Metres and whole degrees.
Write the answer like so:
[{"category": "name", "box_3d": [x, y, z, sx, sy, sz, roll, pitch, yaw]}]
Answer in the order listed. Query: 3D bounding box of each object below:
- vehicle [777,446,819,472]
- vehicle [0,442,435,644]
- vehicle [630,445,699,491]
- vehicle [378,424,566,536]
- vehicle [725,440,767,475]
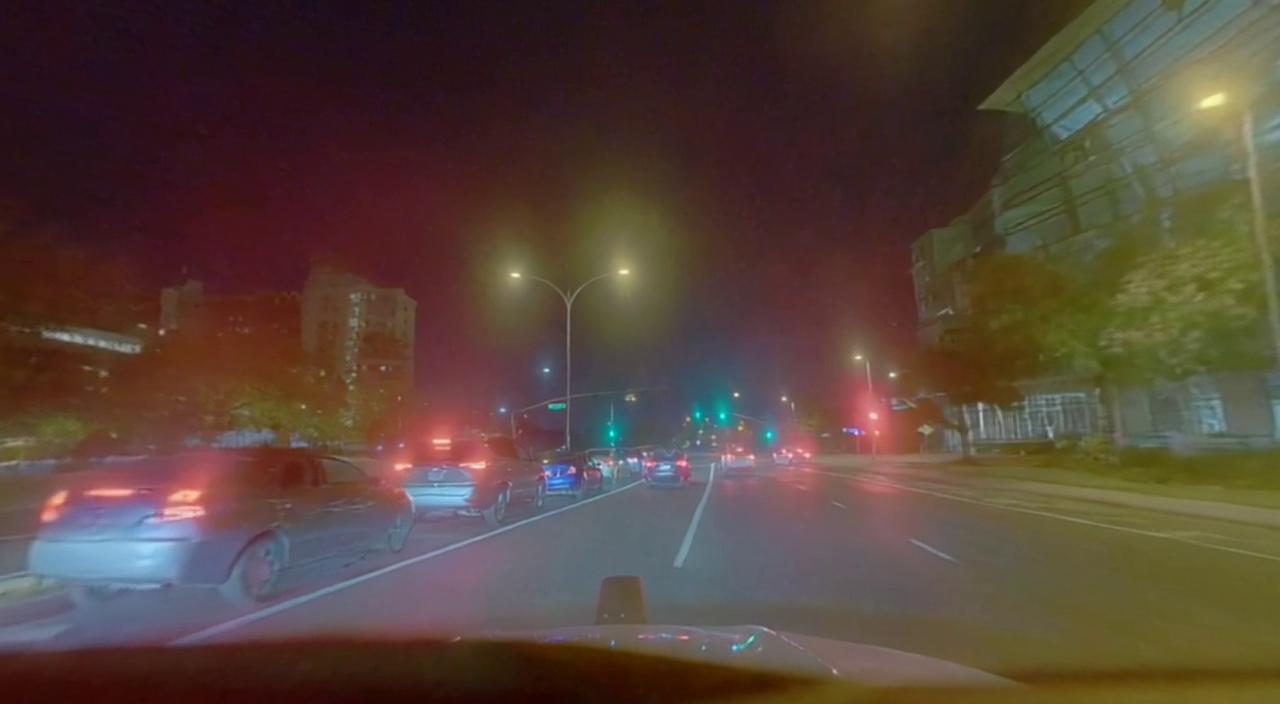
[{"category": "vehicle", "box_3d": [10.440, 7.093, 41.783, 2.120, 1.497, 4.323, -3, -9, 6]}, {"category": "vehicle", "box_3d": [-4.430, 1.834, 7.370, 1.868, 1.514, 4.870, -1, -9, 8]}, {"category": "vehicle", "box_3d": [1.035, 4.284, 23.754, 2.205, 1.537, 4.895, -1, -8, 7]}, {"category": "vehicle", "box_3d": [-3.327, 2.632, 13.508, 2.142, 1.834, 4.588, -6, -9, 8]}, {"category": "vehicle", "box_3d": [5.834, 5.796, 34.760, 2.102, 1.815, 4.716, -2, -9, 8]}]
